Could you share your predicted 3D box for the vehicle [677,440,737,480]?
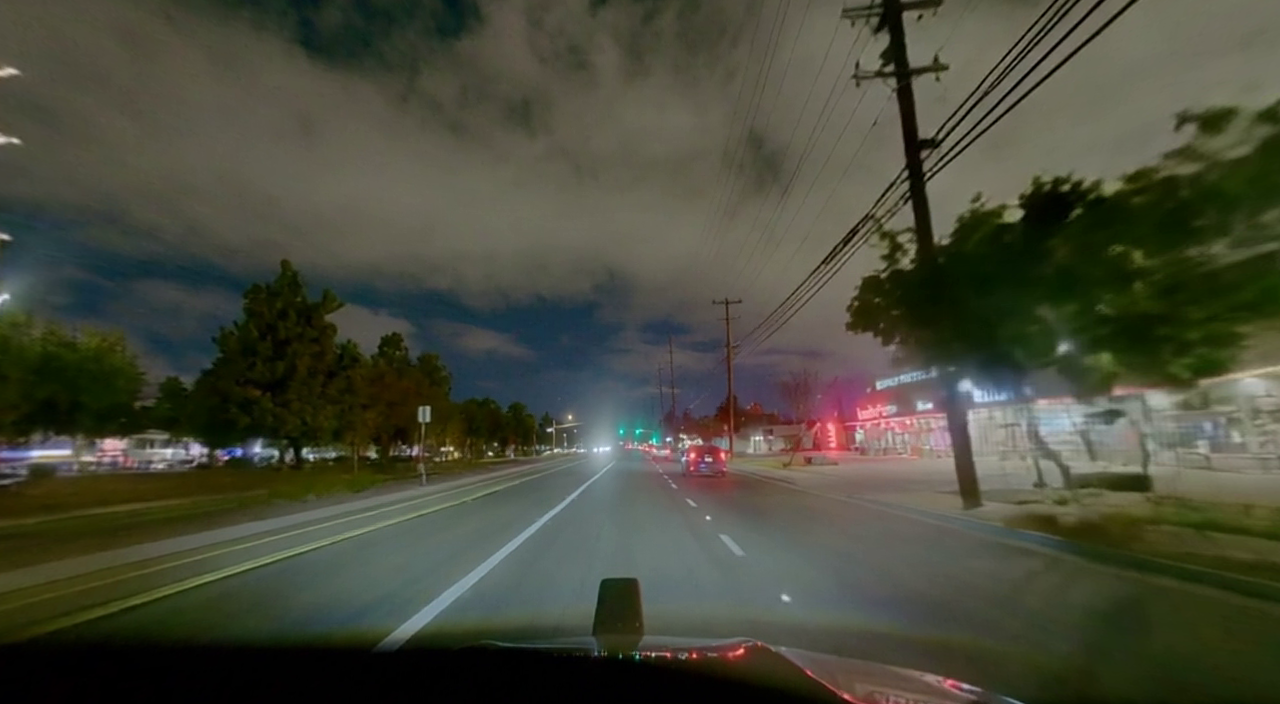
[{"bbox_3d":[2.638,4.348,25.653,1.975,1.497,3.647,0,-9,-1],"label":"vehicle"}]
